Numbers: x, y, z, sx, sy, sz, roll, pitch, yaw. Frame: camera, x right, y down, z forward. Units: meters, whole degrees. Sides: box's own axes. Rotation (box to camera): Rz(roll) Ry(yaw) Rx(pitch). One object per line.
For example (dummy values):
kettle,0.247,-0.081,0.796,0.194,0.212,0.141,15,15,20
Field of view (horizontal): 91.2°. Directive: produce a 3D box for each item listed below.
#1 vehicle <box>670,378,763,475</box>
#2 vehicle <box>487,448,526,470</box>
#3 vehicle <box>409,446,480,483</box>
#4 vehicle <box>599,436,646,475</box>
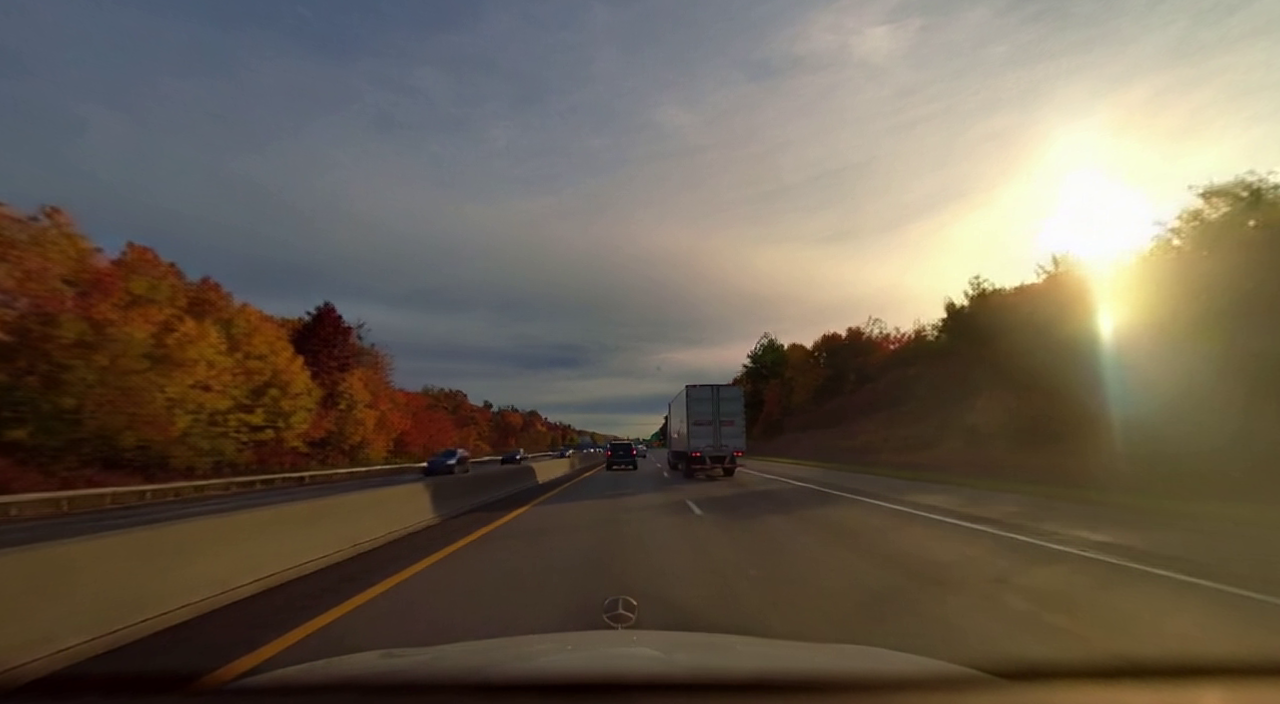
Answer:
vehicle,3.540,4.171,33.364,3.068,4.042,13.787,0,-9,-1
vehicle,-9.985,8.036,47.137,1.897,1.536,4.395,-1,-9,0
vehicle,-9.062,5.247,29.479,1.998,1.566,4.092,-1,-9,1
vehicle,-0.800,4.993,30.430,2.151,1.693,4.201,-1,-9,0
